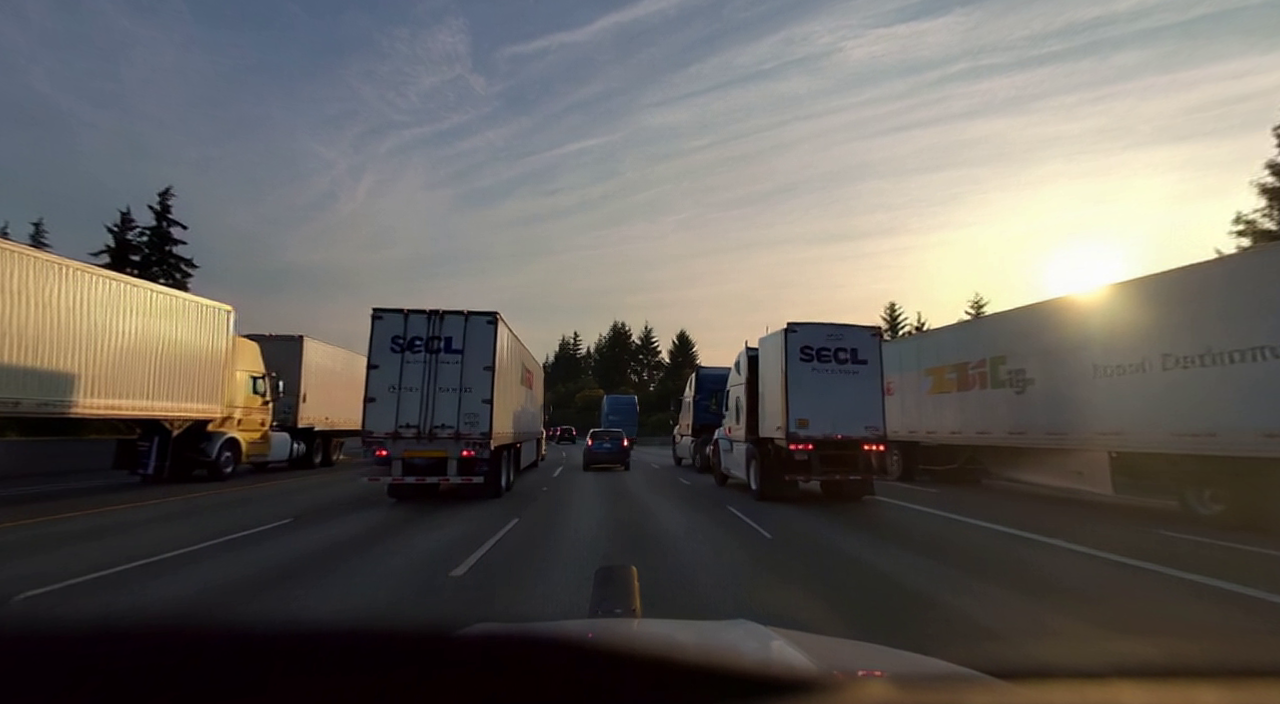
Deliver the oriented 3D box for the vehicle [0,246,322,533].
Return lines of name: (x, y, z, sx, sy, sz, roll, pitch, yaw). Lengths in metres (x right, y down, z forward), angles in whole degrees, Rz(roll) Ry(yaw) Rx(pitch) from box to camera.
vehicle: (-10.834, 0.486, 8.654, 2.867, 4.125, 14.026, -2, -8, 14)

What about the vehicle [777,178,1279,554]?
vehicle: (7.486, 0.421, 9.074, 2.820, 4.084, 13.786, 4, -8, -25)

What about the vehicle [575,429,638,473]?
vehicle: (-1.395, 3.758, 24.203, 2.060, 1.540, 4.374, 1, -8, -8)

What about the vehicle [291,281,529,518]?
vehicle: (-4.420, 1.308, 14.522, 2.822, 3.788, 8.799, 1, -8, -5)
